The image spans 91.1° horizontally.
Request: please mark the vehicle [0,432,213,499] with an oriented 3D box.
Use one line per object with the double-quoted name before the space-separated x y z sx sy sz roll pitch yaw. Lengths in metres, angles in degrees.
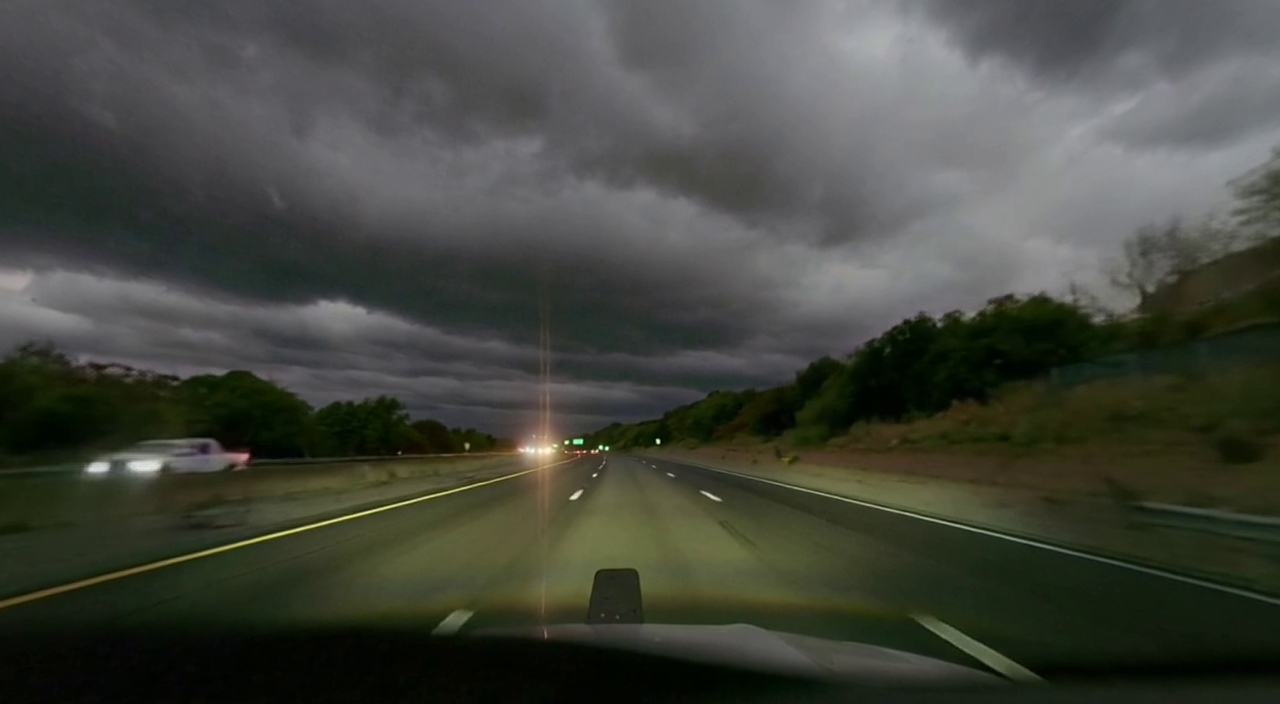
"vehicle" -16.900 3.595 20.397 2.035 1.830 5.817 0 -9 -1
